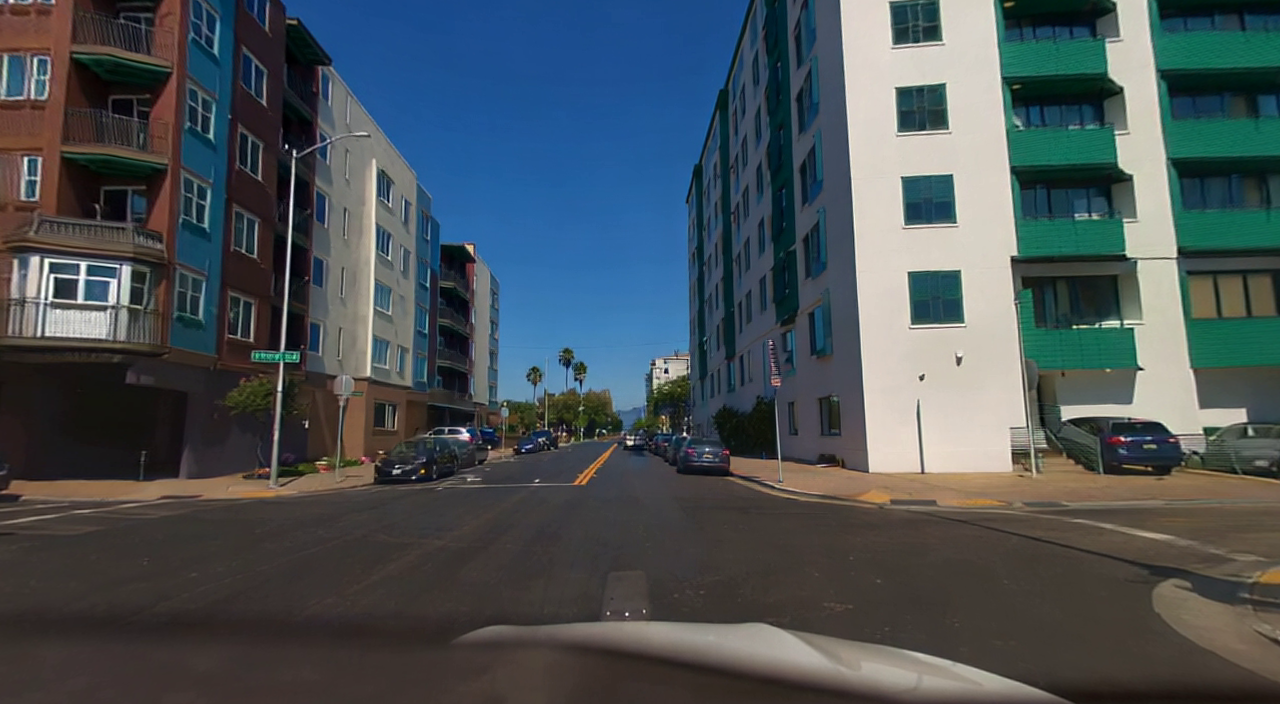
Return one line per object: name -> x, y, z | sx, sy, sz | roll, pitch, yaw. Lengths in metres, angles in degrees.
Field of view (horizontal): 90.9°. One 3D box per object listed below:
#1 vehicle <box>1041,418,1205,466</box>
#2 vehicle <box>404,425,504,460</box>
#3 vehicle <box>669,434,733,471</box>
vehicle -> 15.323, 2.881, 20.145 | 3.752, 1.453, 1.709 | 0, -9, 2
vehicle -> -11.425, 5.593, 38.880 | 5.540, 1.950, 2.113 | 4, -12, -28
vehicle -> 2.506, 4.311, 27.134 | 2.290, 1.456, 4.503 | 0, -8, -1
